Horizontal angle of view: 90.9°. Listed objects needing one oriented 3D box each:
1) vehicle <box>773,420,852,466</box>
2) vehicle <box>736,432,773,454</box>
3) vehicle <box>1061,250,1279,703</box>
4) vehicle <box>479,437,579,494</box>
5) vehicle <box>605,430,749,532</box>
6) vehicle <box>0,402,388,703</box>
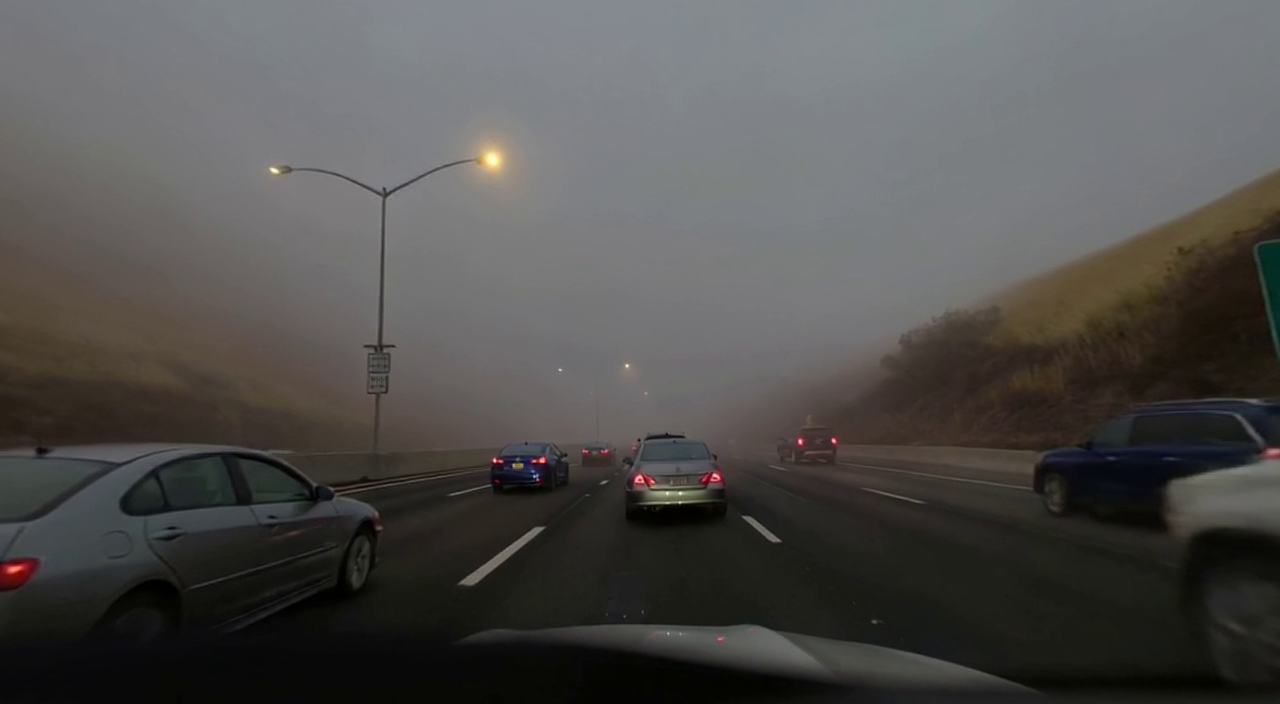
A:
[{"bbox_3d":[7.501,4.036,28.005,2.210,1.831,4.843,-1,-8,1],"label":"vehicle"},{"bbox_3d":[8.896,7.098,49.371,2.032,1.580,4.928,-1,-8,1],"label":"vehicle"},{"bbox_3d":[3.520,0.389,1.354,2.086,1.884,4.547,-1,-8,1],"label":"vehicle"},{"bbox_3d":[-3.095,3.269,18.614,2.017,1.446,4.384,-1,-8,2],"label":"vehicle"},{"bbox_3d":[0.582,2.142,11.109,2.072,1.431,3.904,-1,-8,2],"label":"vehicle"},{"bbox_3d":[-3.444,1.157,3.777,2.033,1.513,4.333,-1,-8,1],"label":"vehicle"}]
